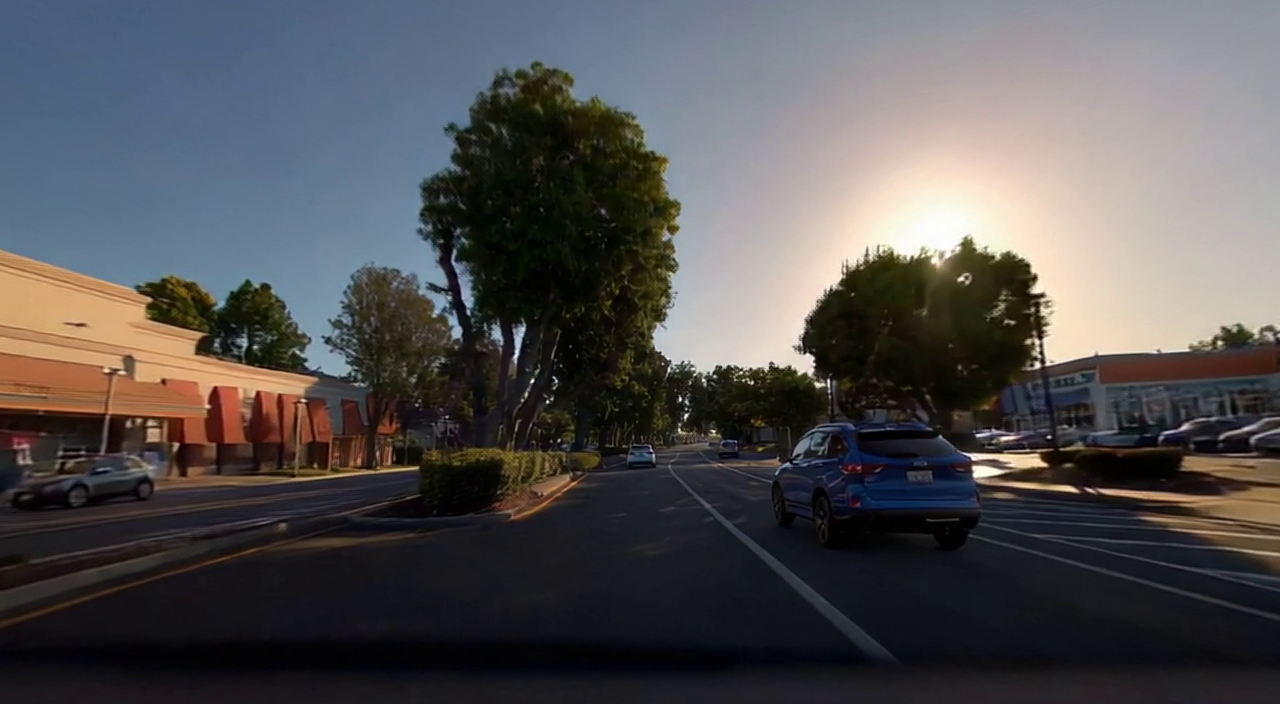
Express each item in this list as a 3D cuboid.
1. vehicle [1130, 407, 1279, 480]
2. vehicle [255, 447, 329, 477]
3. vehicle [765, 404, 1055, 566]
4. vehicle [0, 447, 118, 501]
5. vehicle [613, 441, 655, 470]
[{"bbox_3d":[19.310,2.844,20.162,5.704,2.047,2.413,-1,-9,-11],"label":"vehicle"},{"bbox_3d":[-25.475,8.058,46.203,5.851,1.918,2.142,-8,-9,32],"label":"vehicle"},{"bbox_3d":[3.307,1.735,8.975,2.110,1.698,4.397,0,-8,-1],"label":"vehicle"},{"bbox_3d":[-25.457,5.074,26.128,5.437,1.926,2.310,-1,-8,-16],"label":"vehicle"},{"bbox_3d":[-0.301,5.619,34.477,2.126,1.475,3.967,0,-8,0],"label":"vehicle"}]
